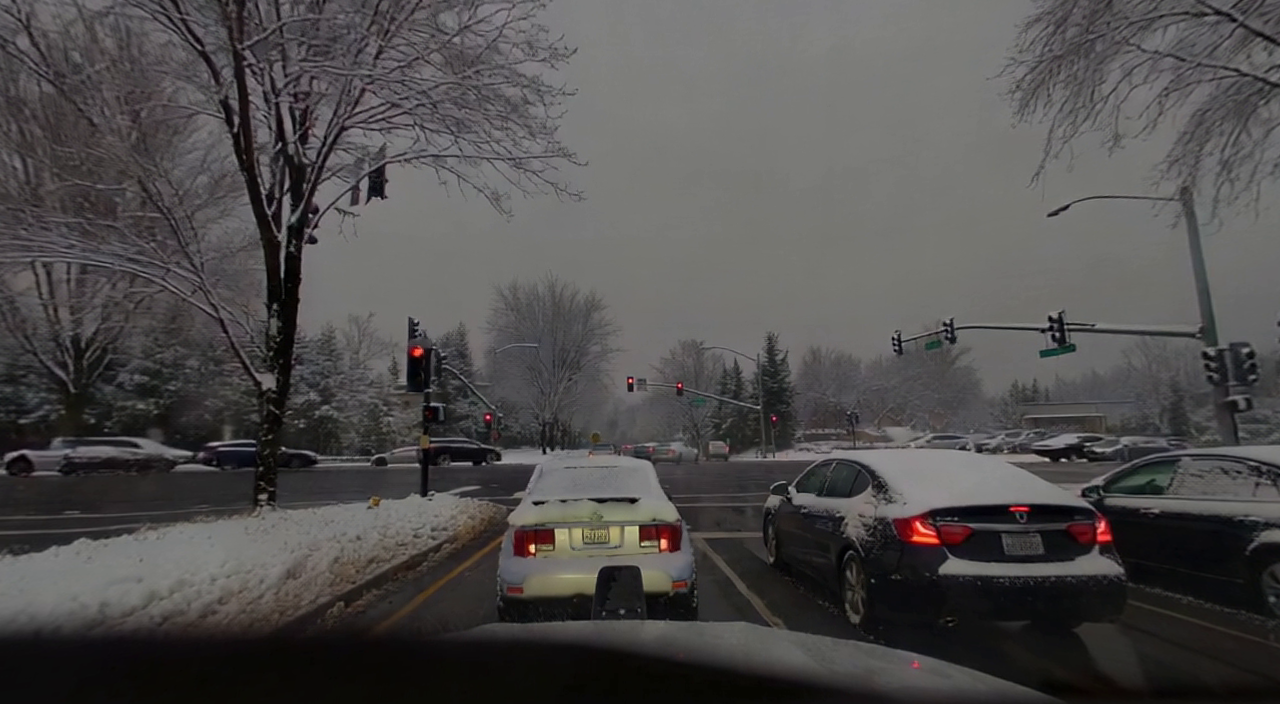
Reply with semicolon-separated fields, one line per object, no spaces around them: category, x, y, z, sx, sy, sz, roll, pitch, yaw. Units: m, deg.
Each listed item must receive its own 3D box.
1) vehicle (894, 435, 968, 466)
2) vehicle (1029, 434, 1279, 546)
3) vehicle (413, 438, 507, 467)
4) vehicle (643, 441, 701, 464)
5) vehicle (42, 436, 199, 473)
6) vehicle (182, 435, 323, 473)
vehicle;15.844;5.393;34.649;2.001;1.561;4.481;0;-8;1
vehicle;9.292;2.288;11.073;1.993;1.505;4.721;3;-9;0
vehicle;-9.953;5.574;35.150;4.580;1.472;1.891;7;-11;-40
vehicle;2.274;6.867;43.454;1.935;1.476;4.849;-5;-10;30
vehicle;-22.258;4.412;27.314;4.709;1.514;1.985;3;-9;-18
vehicle;-16.100;4.268;26.561;4.671;1.465;1.934;3;-9;-21
